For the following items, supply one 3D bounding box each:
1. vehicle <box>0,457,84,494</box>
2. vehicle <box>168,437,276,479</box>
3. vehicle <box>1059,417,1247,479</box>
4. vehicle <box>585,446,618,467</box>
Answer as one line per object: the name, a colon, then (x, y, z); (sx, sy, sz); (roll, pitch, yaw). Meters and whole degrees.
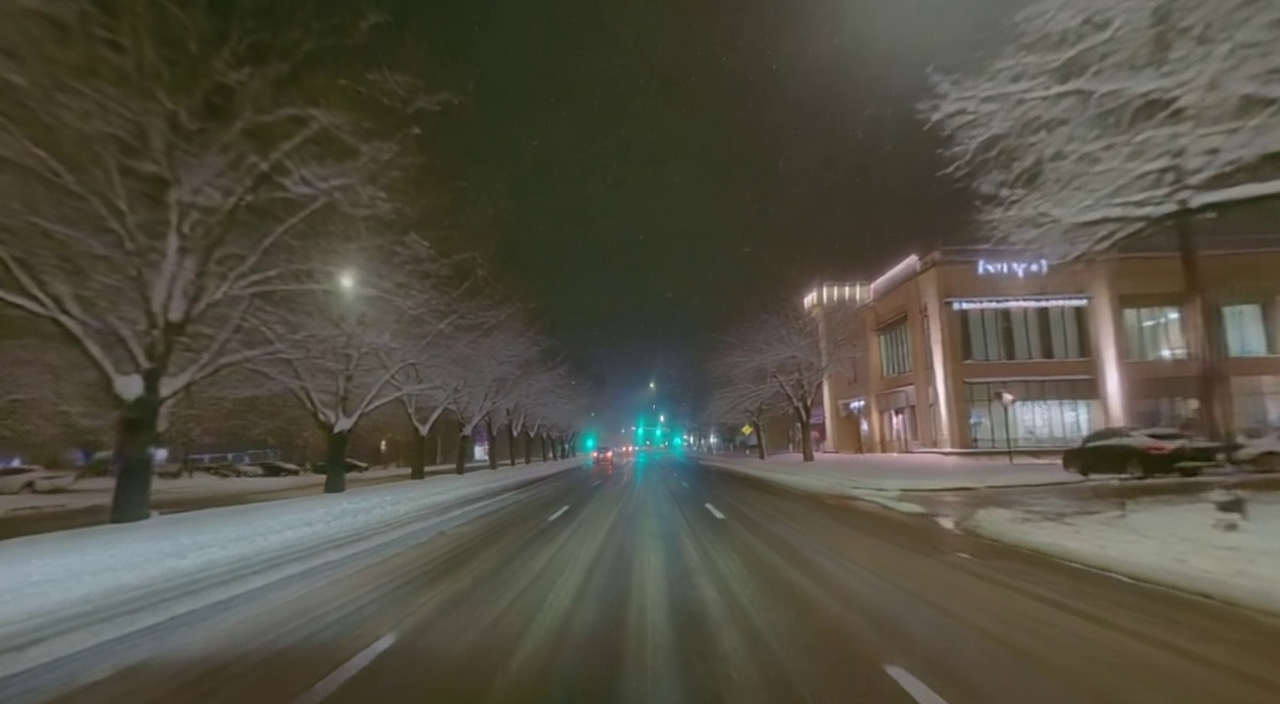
vehicle: (-31.545, 6.351, 32.665); (1.830, 1.663, 4.166); (1, -8, -6)
vehicle: (-29.606, 7.502, 44.791); (5.890, 2.815, 2.228); (0, -8, -2)
vehicle: (16.878, 3.215, 21.195); (2.038, 1.827, 4.870); (0, -8, -2)
vehicle: (-2.841, 7.820, 47.305); (2.082, 1.460, 4.442); (0, -8, 1)
